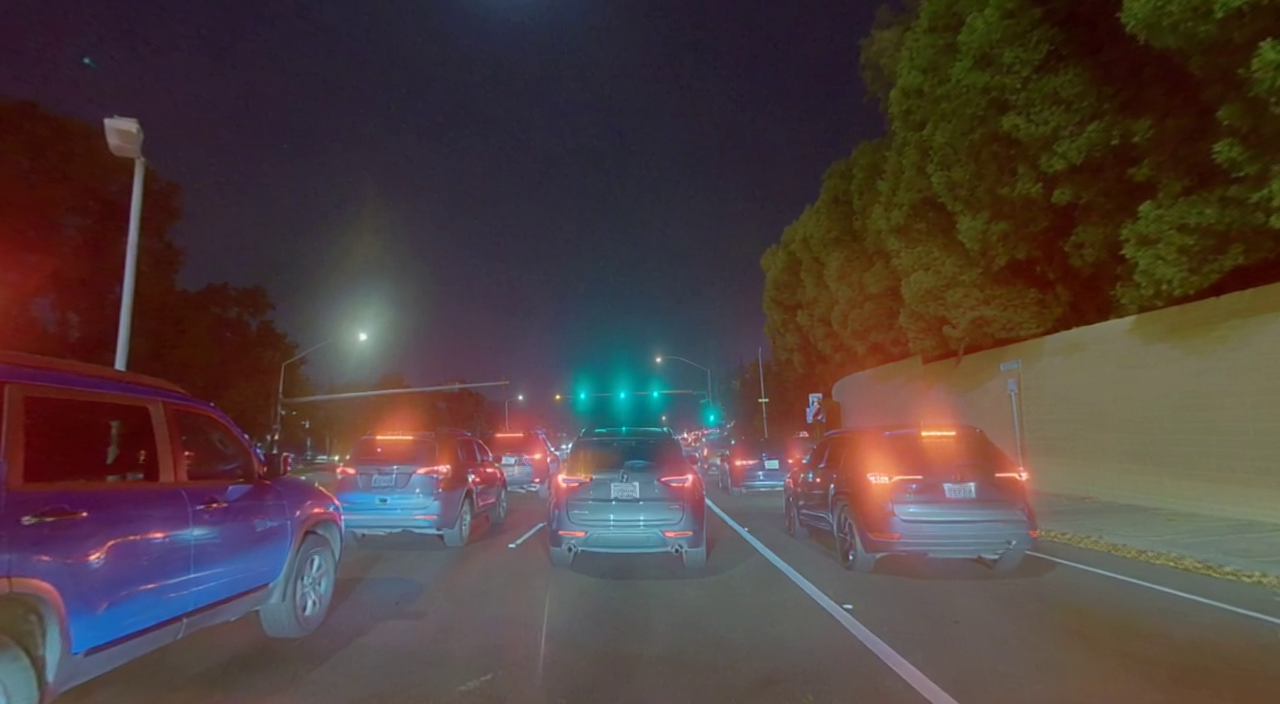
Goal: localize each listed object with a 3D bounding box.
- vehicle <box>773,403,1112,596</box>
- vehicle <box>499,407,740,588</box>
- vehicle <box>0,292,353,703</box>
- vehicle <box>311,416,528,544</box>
[{"bbox_3d":[3.142,1.621,7.799,2.029,1.702,4.281,0,-8,0],"label":"vehicle"},{"bbox_3d":[-0.157,1.655,7.933,2.245,1.677,3.913,0,-8,1],"label":"vehicle"},{"bbox_3d":[-3.519,0.830,3.100,2.070,1.913,4.450,0,-8,0],"label":"vehicle"},{"bbox_3d":[-3.496,2.126,11.166,2.067,1.759,4.631,0,-8,1],"label":"vehicle"}]
